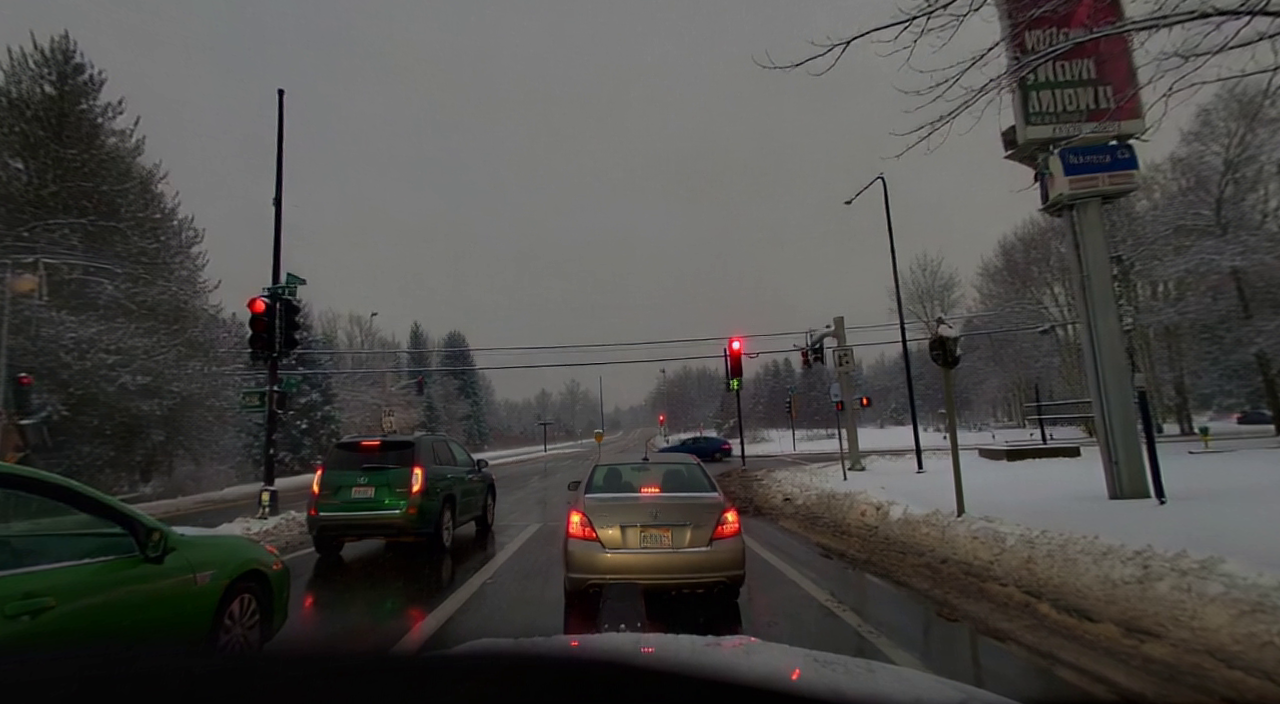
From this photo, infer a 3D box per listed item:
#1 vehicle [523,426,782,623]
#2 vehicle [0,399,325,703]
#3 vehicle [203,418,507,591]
[{"bbox_3d":[0.035,1.586,6.624,1.977,1.467,3.474,0,-9,-2],"label":"vehicle"},{"bbox_3d":[-3.145,0.974,2.421,1.808,1.520,3.846,-1,-9,1],"label":"vehicle"},{"bbox_3d":[-3.166,1.781,8.133,1.950,1.628,4.082,-1,-9,1],"label":"vehicle"}]
